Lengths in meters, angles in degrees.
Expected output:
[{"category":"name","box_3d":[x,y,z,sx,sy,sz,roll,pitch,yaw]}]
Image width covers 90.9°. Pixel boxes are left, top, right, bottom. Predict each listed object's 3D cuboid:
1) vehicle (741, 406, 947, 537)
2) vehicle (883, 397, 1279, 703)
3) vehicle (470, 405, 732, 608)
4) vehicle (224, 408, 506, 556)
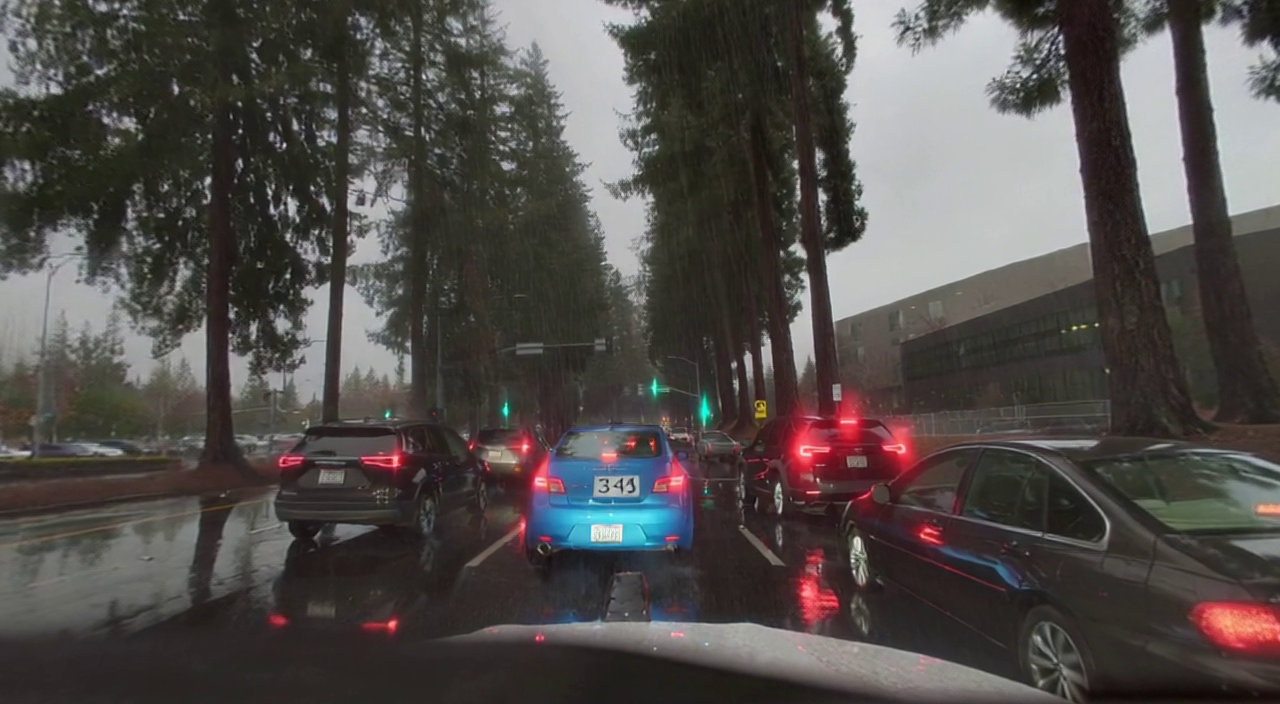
[{"category":"vehicle","box_3d":[3.335,2.080,11.541,2.117,1.879,4.715,0,-8,-1]},{"category":"vehicle","box_3d":[3.235,1.069,3.374,2.045,1.459,4.462,0,-8,-1]},{"category":"vehicle","box_3d":[-0.362,1.583,7.420,2.114,1.631,4.459,0,-8,-1]},{"category":"vehicle","box_3d":[-3.763,1.886,9.889,2.141,1.718,4.809,0,-8,1]}]
